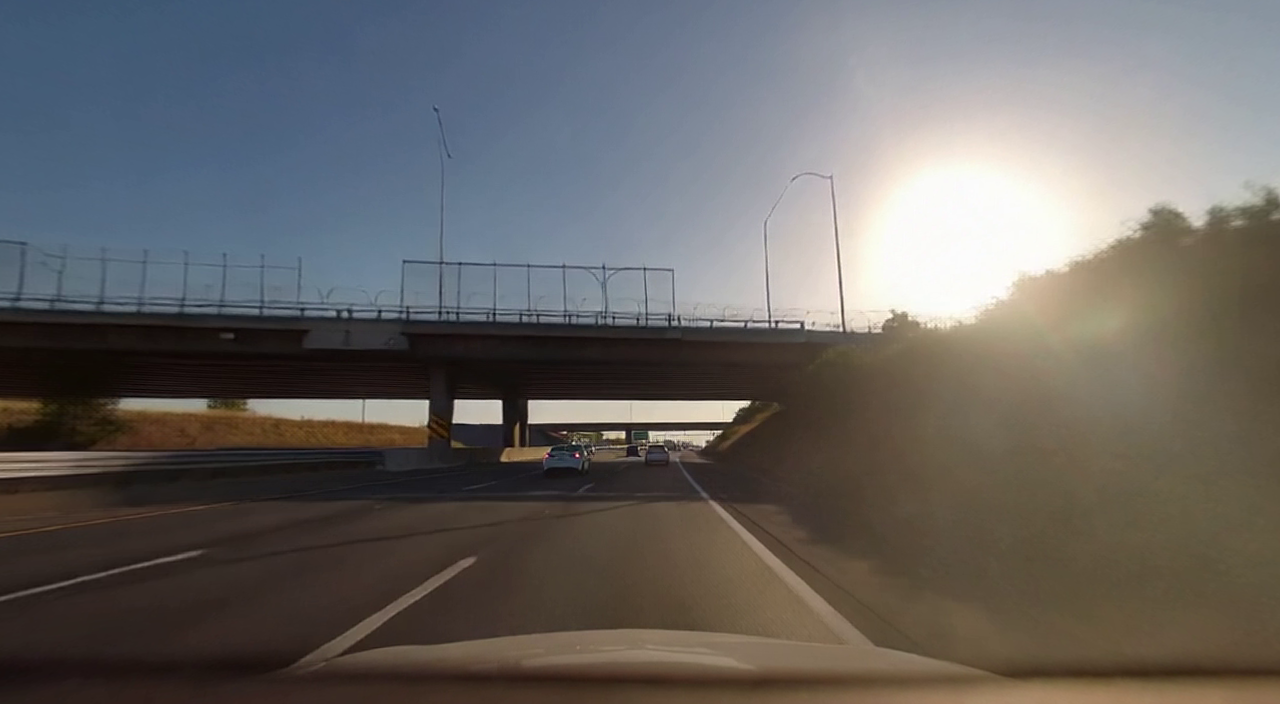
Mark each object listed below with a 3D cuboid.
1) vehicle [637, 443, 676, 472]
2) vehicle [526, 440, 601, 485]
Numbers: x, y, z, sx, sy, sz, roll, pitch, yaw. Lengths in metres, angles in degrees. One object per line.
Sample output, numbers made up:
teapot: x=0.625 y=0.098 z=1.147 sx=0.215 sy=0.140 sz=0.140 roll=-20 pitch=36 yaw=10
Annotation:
vehicle: x=0.971 y=6.036 z=36.182 sx=2.129 sy=1.502 sz=4.321 roll=0 pitch=-9 yaw=2
vehicle: x=-2.857 y=4.262 z=24.565 sx=2.129 sy=1.563 sz=4.387 roll=-1 pitch=-9 yaw=3
